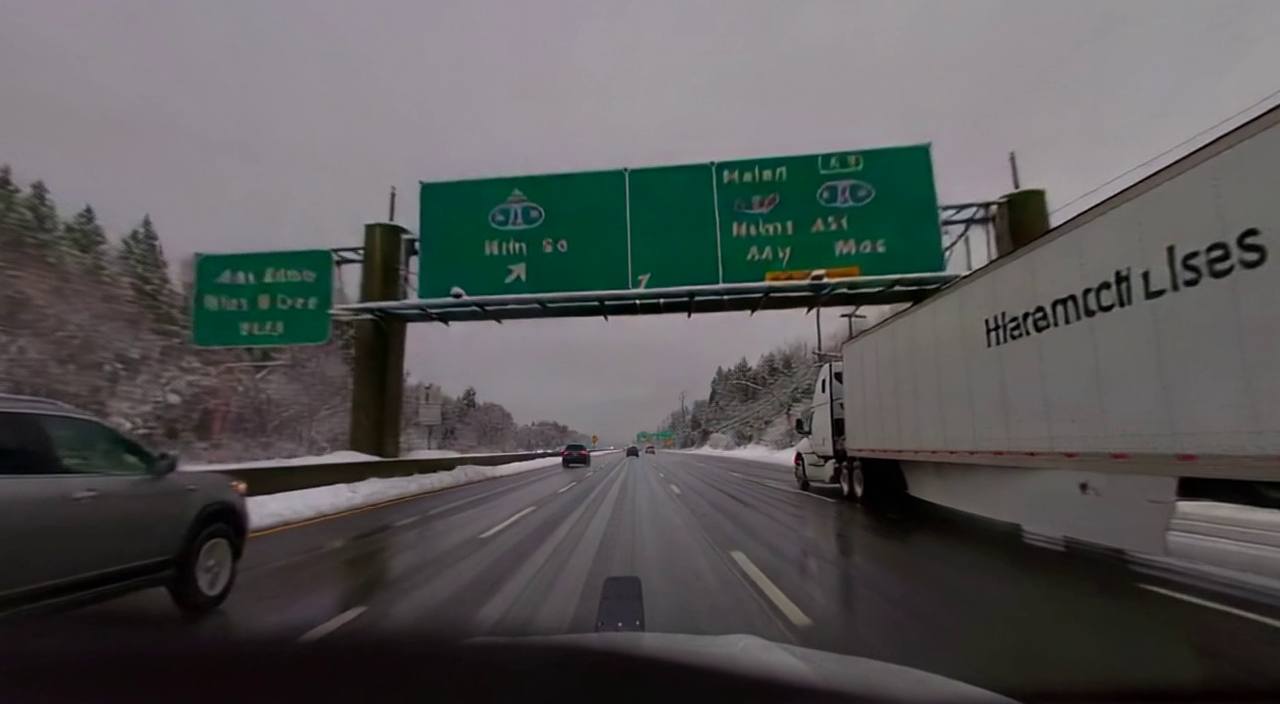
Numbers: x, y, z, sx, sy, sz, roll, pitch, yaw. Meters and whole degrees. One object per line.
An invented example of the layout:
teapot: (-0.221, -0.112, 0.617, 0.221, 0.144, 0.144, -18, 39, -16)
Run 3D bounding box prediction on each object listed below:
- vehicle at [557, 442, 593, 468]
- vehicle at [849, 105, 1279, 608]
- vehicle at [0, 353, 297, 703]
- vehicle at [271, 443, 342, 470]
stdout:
vehicle: (-4.308, 6.944, 42.556, 2.027, 1.651, 4.099, 0, -9, 0)
vehicle: (6.833, 0.414, 7.808, 2.919, 4.195, 15.833, 0, -9, -1)
vehicle: (-3.994, 0.852, 3.029, 2.084, 1.634, 4.693, 0, -9, -1)
vehicle: (-21.458, 6.720, 40.913, 2.078, 1.610, 4.663, 0, -9, 0)
